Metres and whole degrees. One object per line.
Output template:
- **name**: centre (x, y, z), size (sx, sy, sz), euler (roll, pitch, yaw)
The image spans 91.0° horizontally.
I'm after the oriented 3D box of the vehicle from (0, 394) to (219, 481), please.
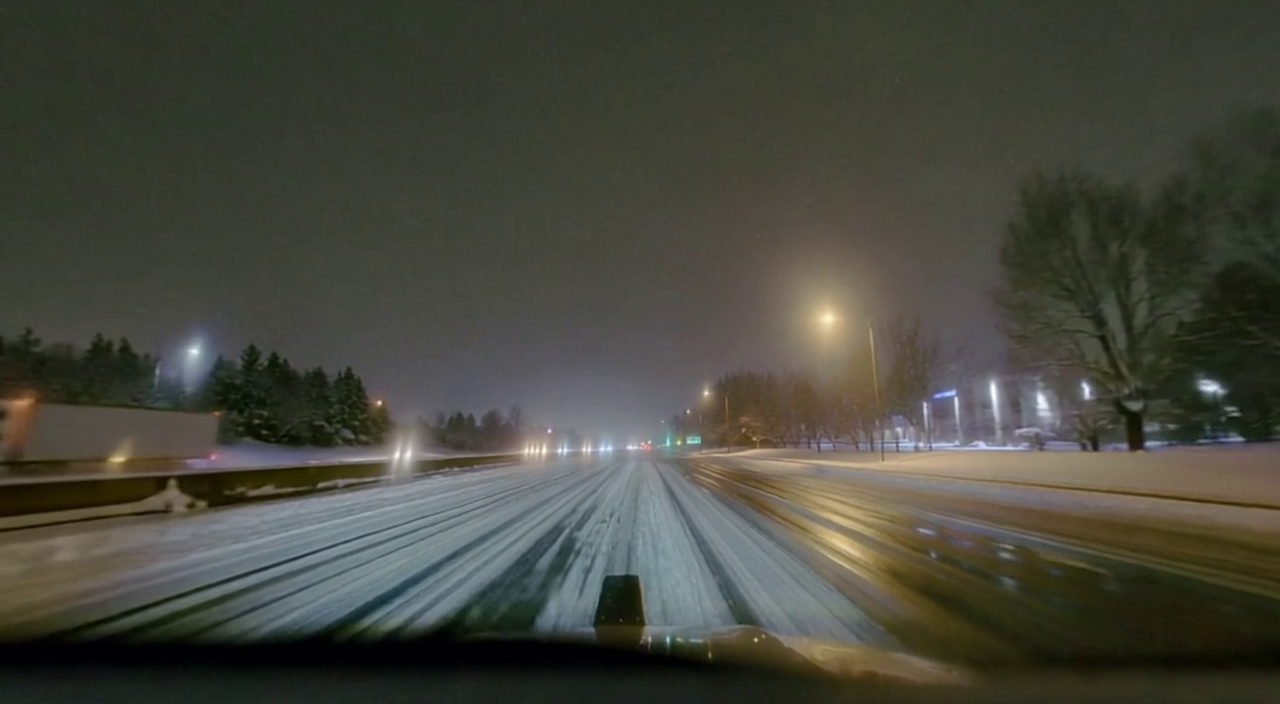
- **vehicle**: centre (-32.781, 5.245, 37.837), size (2.969, 4.231, 17.183), euler (0, -9, 1)
